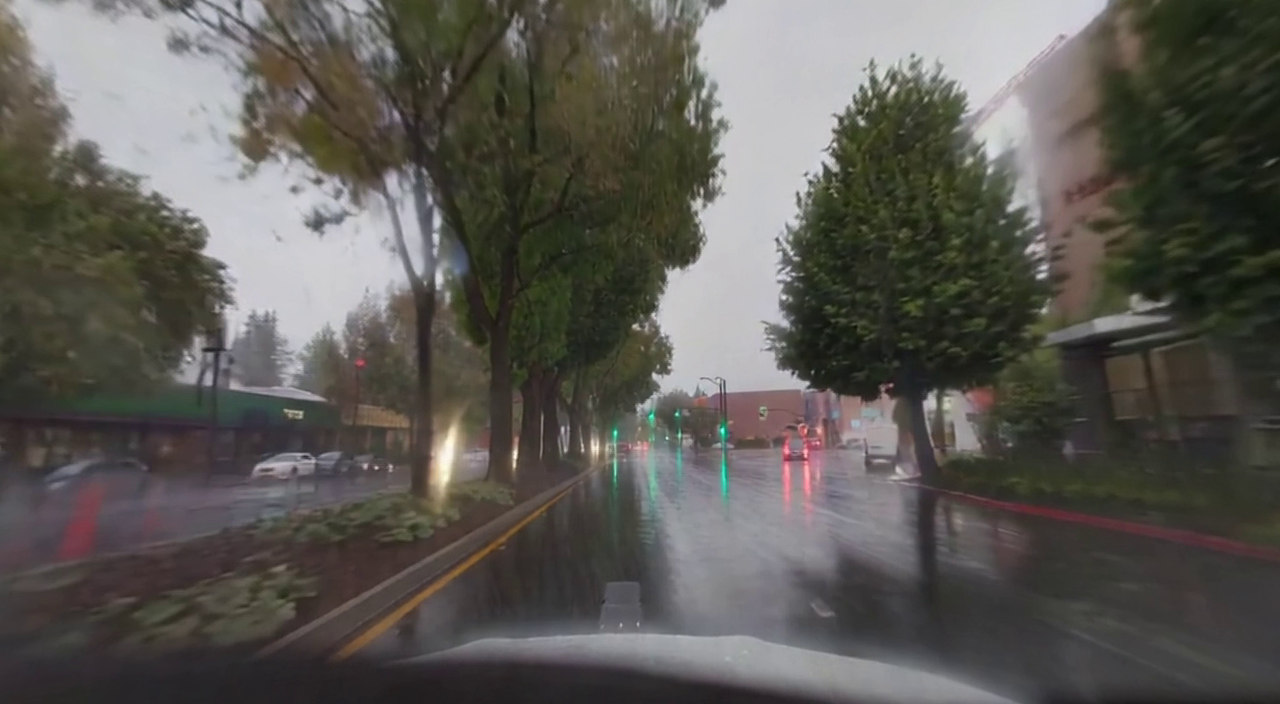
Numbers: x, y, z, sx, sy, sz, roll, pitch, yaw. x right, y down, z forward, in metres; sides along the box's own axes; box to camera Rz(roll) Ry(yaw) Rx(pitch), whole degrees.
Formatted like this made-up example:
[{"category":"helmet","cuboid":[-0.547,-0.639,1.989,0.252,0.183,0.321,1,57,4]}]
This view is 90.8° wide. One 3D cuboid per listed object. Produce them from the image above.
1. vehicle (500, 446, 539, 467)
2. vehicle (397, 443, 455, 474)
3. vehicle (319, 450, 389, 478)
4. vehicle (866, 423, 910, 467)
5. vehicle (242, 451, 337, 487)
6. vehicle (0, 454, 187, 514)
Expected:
[{"category":"vehicle","cuboid":[-8.877,7.690,46.889,1.960,1.461,4.433,0,-8,0]},{"category":"vehicle","cuboid":[-12.177,6.045,36.154,1.883,1.609,4.102,0,-8,0]},{"category":"vehicle","cuboid":[-16.339,6.382,36.328,1.852,1.476,4.704,0,-8,0]},{"category":"vehicle","cuboid":[16.838,6.343,43.147,2.311,2.722,5.823,-3,-9,18]},{"category":"vehicle","cuboid":[-16.377,5.441,29.846,1.856,1.496,4.686,0,-8,-1]},{"category":"vehicle","cuboid":[-16.230,3.852,18.974,1.829,1.479,4.646,0,-8,-1]}]
